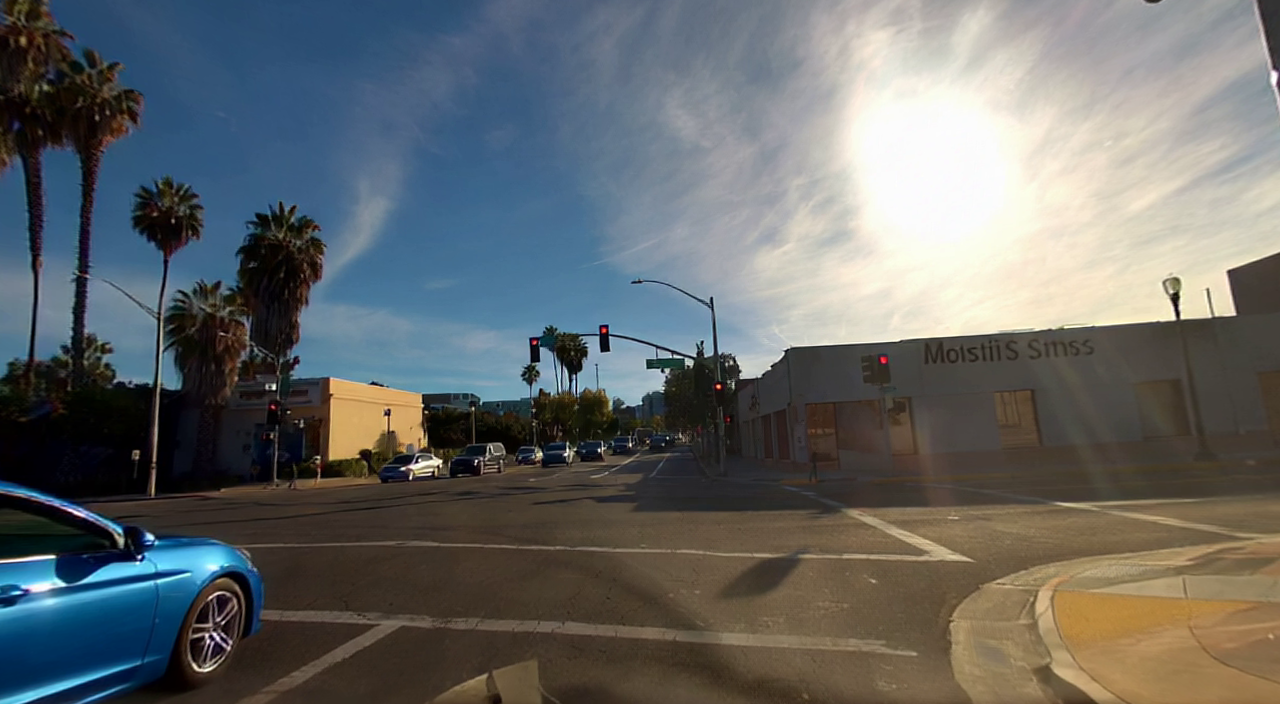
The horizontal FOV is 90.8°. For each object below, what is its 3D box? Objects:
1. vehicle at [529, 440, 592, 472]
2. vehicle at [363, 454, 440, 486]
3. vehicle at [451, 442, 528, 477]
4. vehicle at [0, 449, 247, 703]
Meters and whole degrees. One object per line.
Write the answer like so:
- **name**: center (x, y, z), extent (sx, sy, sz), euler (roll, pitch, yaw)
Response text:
- **vehicle**: center (-4.536, 6.065, 36.939), extent (2.092, 1.709, 4.775), euler (-2, -9, 13)
- **vehicle**: center (-12.665, 6.282, 33.878), extent (1.880, 1.440, 4.418), euler (-4, -9, 9)
- **vehicle**: center (-8.437, 6.108, 36.104), extent (2.152, 1.825, 5.406), euler (-2, -9, 11)
- **vehicle**: center (-3.699, 1.020, 2.247), extent (1.850, 1.325, 4.295), euler (0, -9, 0)
